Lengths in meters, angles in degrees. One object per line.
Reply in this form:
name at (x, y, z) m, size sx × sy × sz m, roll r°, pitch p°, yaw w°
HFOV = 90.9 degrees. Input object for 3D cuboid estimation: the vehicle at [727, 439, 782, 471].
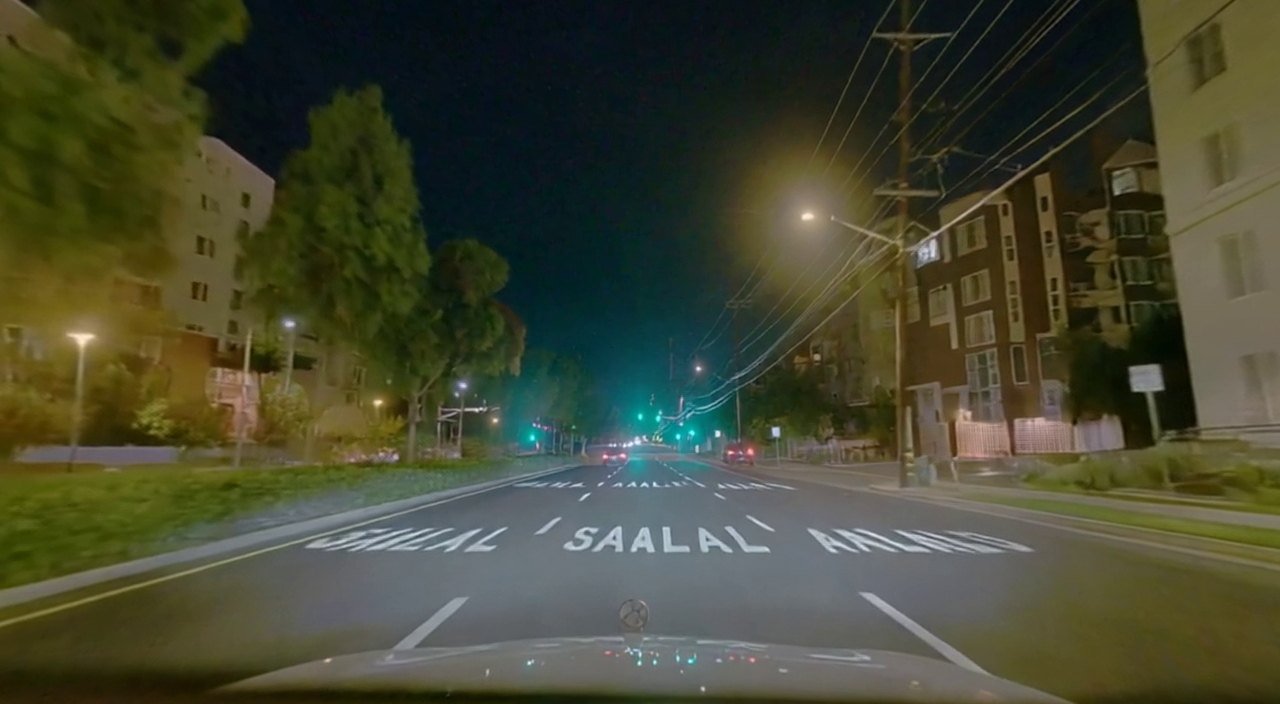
vehicle at (7.542, 6.838, 42.127) m, size 2.747 × 1.938 × 4.708 m, roll 0°, pitch -8°, yaw -1°

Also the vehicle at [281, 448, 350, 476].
vehicle at (-22.326, 7.539, 43.607) m, size 2.323 × 1.754 × 4.425 m, roll 0°, pitch -8°, yaw 0°

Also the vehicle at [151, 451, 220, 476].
vehicle at (-31.245, 7.662, 43.523) m, size 1.799 × 1.597 × 3.904 m, roll 0°, pitch -8°, yaw 0°

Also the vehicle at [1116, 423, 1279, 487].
vehicle at (17.577, 3.138, 19.495) m, size 1.960 × 1.725 × 4.616 m, roll 0°, pitch -8°, yaw -2°
